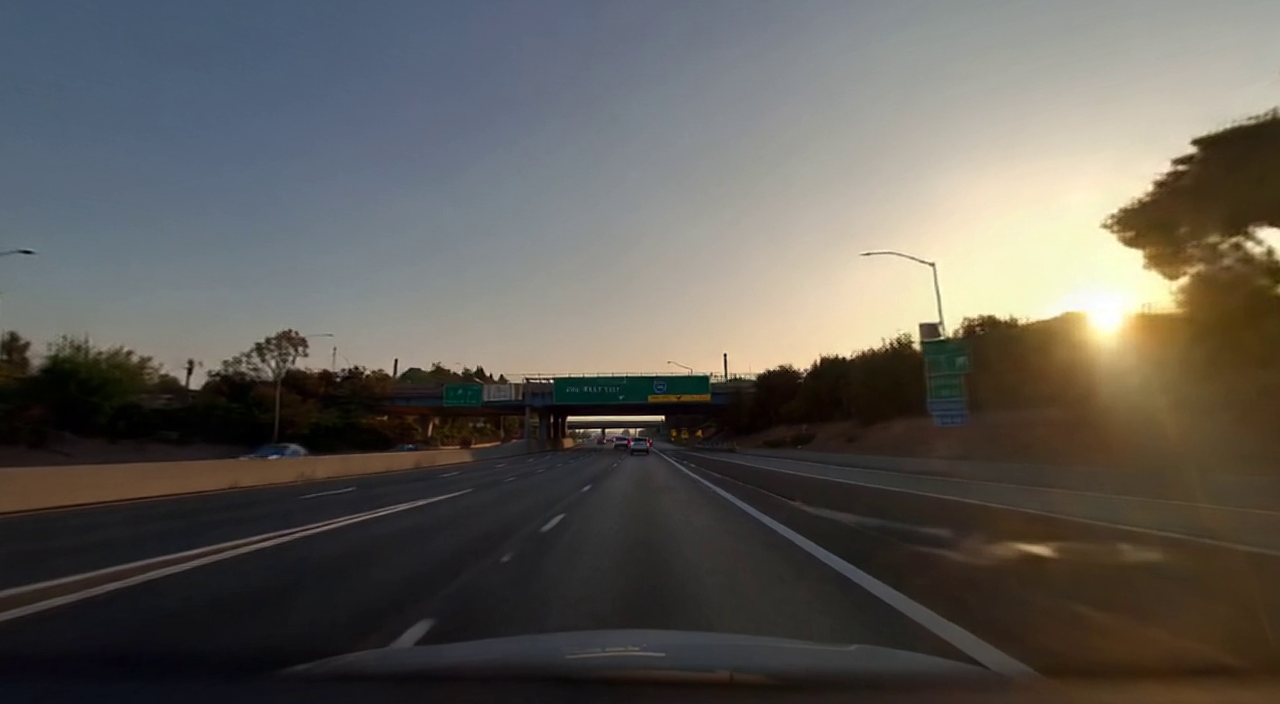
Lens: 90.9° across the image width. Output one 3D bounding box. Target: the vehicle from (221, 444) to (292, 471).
[{"bbox_3d":[-26.004,7.135,42.938,2.096,1.682,4.113,-1,-8,4],"label":"vehicle"}]
